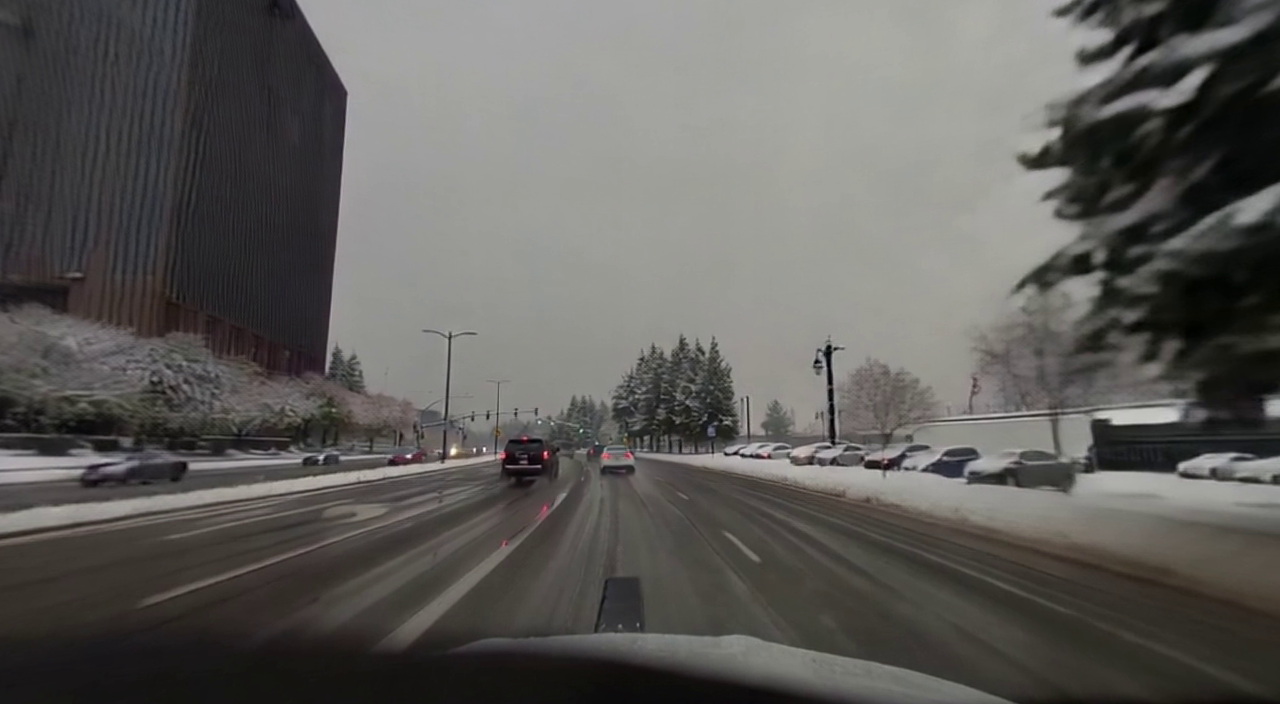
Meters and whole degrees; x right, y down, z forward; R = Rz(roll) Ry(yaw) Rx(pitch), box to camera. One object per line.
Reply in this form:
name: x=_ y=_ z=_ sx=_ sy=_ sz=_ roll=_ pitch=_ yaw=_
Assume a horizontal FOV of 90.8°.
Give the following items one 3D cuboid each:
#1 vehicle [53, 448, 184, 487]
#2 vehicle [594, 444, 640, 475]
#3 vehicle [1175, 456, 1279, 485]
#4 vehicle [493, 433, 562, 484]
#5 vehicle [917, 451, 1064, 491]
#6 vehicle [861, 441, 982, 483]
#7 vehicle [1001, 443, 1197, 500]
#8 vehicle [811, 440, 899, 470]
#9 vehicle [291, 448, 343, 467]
vehicle: x=-20.321 y=4.466 z=24.904 sx=1.751 sy=1.342 sz=4.414 roll=1 pitch=-8 yaw=-6
vehicle: x=-1.170 y=5.135 z=30.470 sx=2.050 sy=1.385 sz=4.096 roll=0 pitch=-8 yaw=-4
vehicle: x=31.754 y=6.325 z=34.109 sx=1.689 sy=1.351 sz=4.643 roll=0 pitch=-8 yaw=0
vehicle: x=-4.297 y=4.137 z=24.846 sx=2.001 sy=1.784 sz=4.483 roll=0 pitch=-8 yaw=-2
vehicle: x=12.897 y=4.406 z=23.462 sx=4.383 sy=1.348 sz=1.715 roll=-1 pitch=-9 yaw=1
vehicle: x=12.678 y=4.970 z=28.664 sx=4.569 sy=1.813 sz=1.872 roll=0 pitch=-8 yaw=-3
vehicle: x=13.546 y=3.557 z=18.892 sx=4.264 sy=1.566 sz=1.854 roll=-1 pitch=-10 yaw=4
vehicle: x=12.542 y=6.053 z=37.032 sx=4.489 sy=1.652 sz=1.783 roll=-1 pitch=-9 yaw=1
vehicle: x=-23.970 y=7.807 z=47.005 sx=1.842 sy=1.315 sz=4.463 roll=1 pitch=-8 yaw=-5
